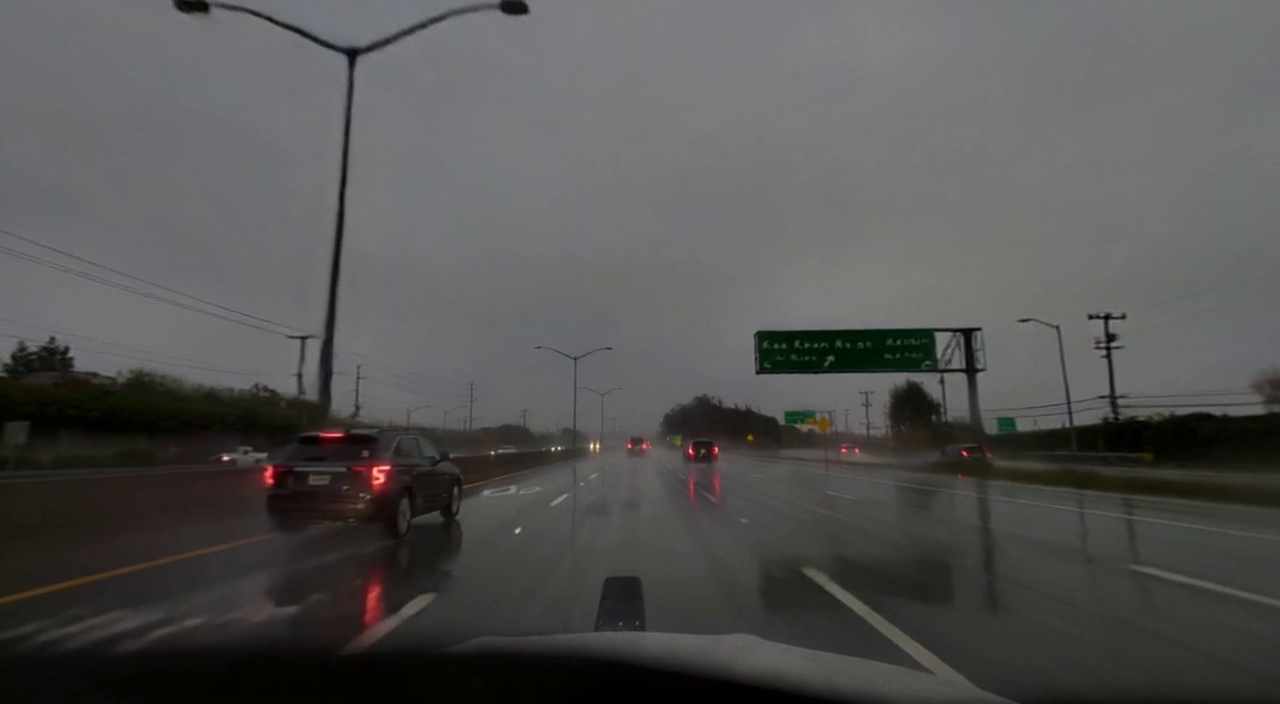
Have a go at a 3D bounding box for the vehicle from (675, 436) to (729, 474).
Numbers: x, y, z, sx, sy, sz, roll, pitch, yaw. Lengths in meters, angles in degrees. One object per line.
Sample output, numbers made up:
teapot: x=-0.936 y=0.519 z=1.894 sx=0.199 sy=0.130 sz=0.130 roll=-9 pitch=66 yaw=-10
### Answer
vehicle: x=2.813 y=4.775 z=29.544 sx=1.997 sy=1.638 sz=4.281 roll=0 pitch=-8 yaw=-1

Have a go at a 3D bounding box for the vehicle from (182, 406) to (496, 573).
vehicle: x=-3.600 y=1.736 z=8.795 sx=2.099 sy=1.682 sz=4.590 roll=0 pitch=-8 yaw=0

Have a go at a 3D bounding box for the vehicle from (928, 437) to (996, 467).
vehicle: x=20.857 y=6.470 z=41.135 sx=2.070 sy=1.782 sz=5.006 roll=-1 pitch=-8 yaw=4
